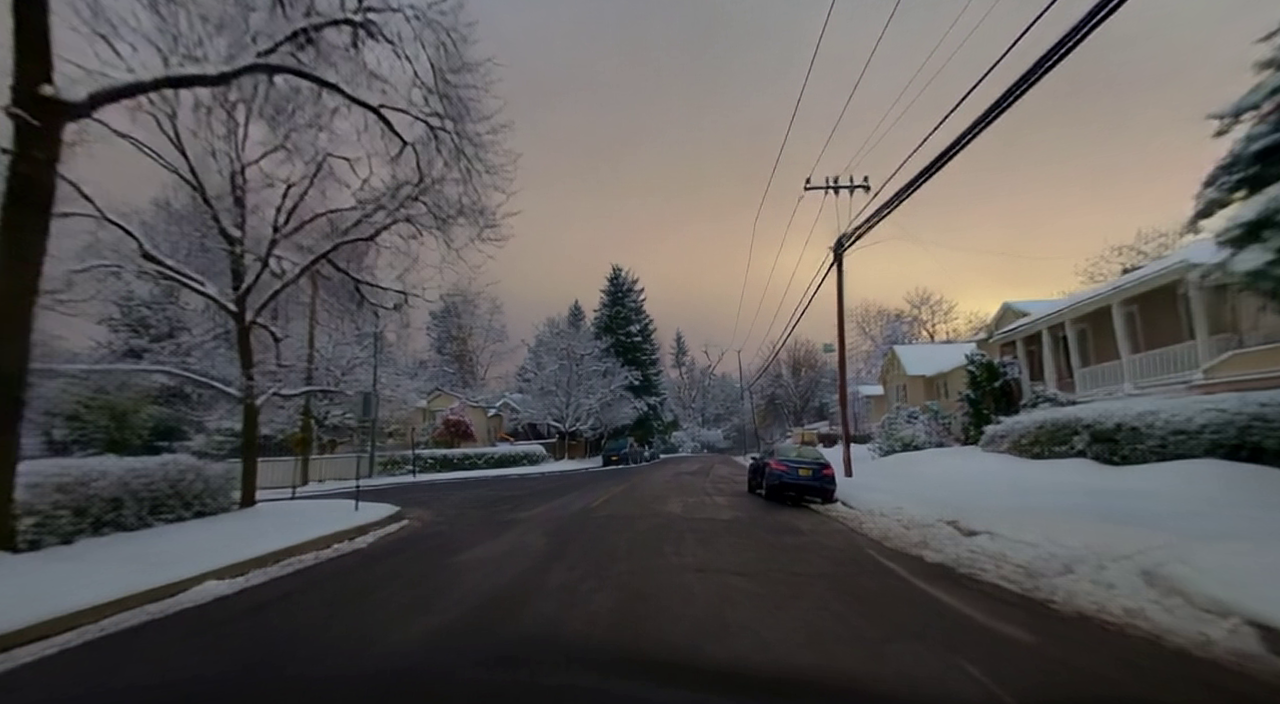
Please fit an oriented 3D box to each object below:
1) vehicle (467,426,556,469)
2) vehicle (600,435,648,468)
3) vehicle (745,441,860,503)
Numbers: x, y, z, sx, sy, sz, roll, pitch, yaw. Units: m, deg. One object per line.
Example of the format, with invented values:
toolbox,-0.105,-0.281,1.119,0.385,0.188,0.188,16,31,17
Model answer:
vehicle,-8.914,6.634,43.771,5.828,2.818,2.231,2,-9,-12
vehicle,-0.923,6.374,40.436,2.463,1.951,5.794,-1,-9,4
vehicle,4.284,3.255,17.587,2.151,1.468,5.066,-1,-9,4
